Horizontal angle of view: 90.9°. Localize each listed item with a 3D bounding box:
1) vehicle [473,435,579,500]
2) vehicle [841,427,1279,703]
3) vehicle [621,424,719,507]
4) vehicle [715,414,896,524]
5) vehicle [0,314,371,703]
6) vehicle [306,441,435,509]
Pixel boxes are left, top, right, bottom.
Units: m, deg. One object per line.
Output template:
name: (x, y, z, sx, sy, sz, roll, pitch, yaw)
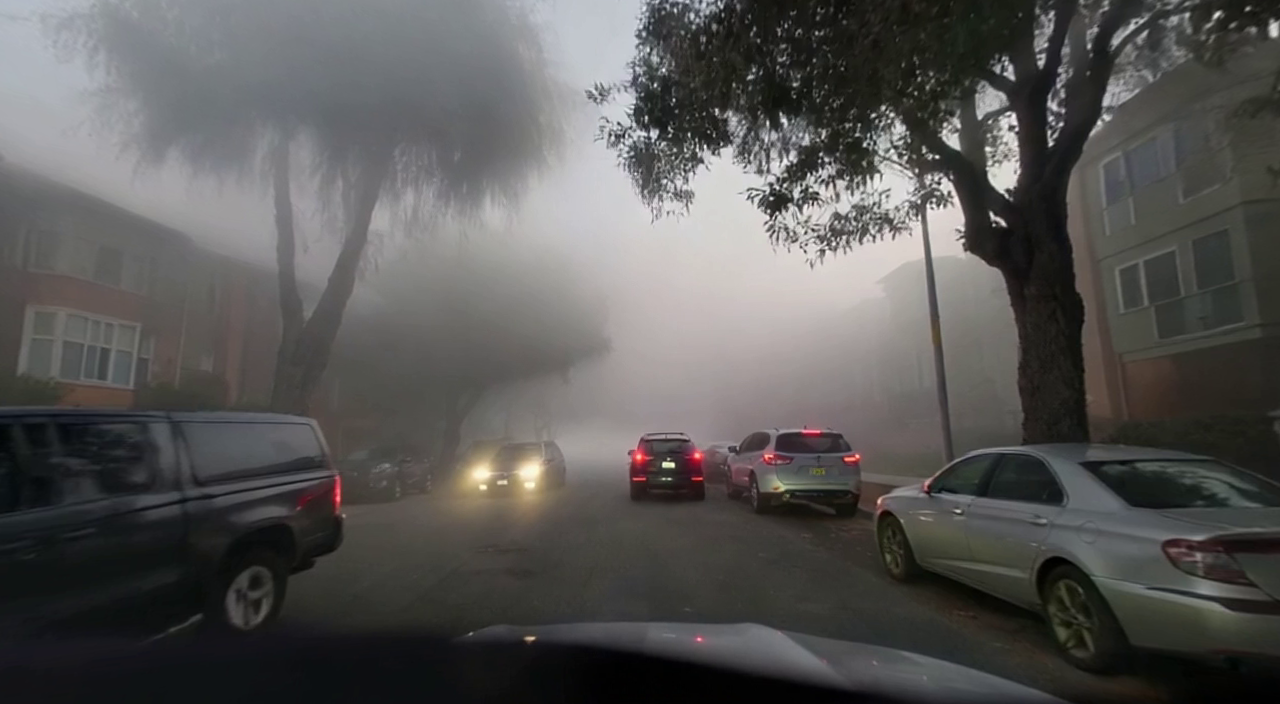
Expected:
vehicle: (-3.230, 3.391, 18.845, 2.018, 1.691, 3.995, -1, -9, 7)
vehicle: (3.394, 1.382, 5.128, 1.881, 1.403, 4.214, 0, -9, -4)
vehicle: (0.603, 2.783, 15.929, 2.055, 1.717, 5.172, 0, -9, 0)
vehicle: (3.057, 2.333, 13.109, 2.082, 1.799, 5.207, 0, -9, -3)
vehicle: (-3.991, 0.932, 3.332, 2.548, 1.953, 5.946, 0, -9, 0)
vehicle: (-7.908, 3.607, 19.072, 2.002, 1.774, 4.568, 0, -9, -2)
